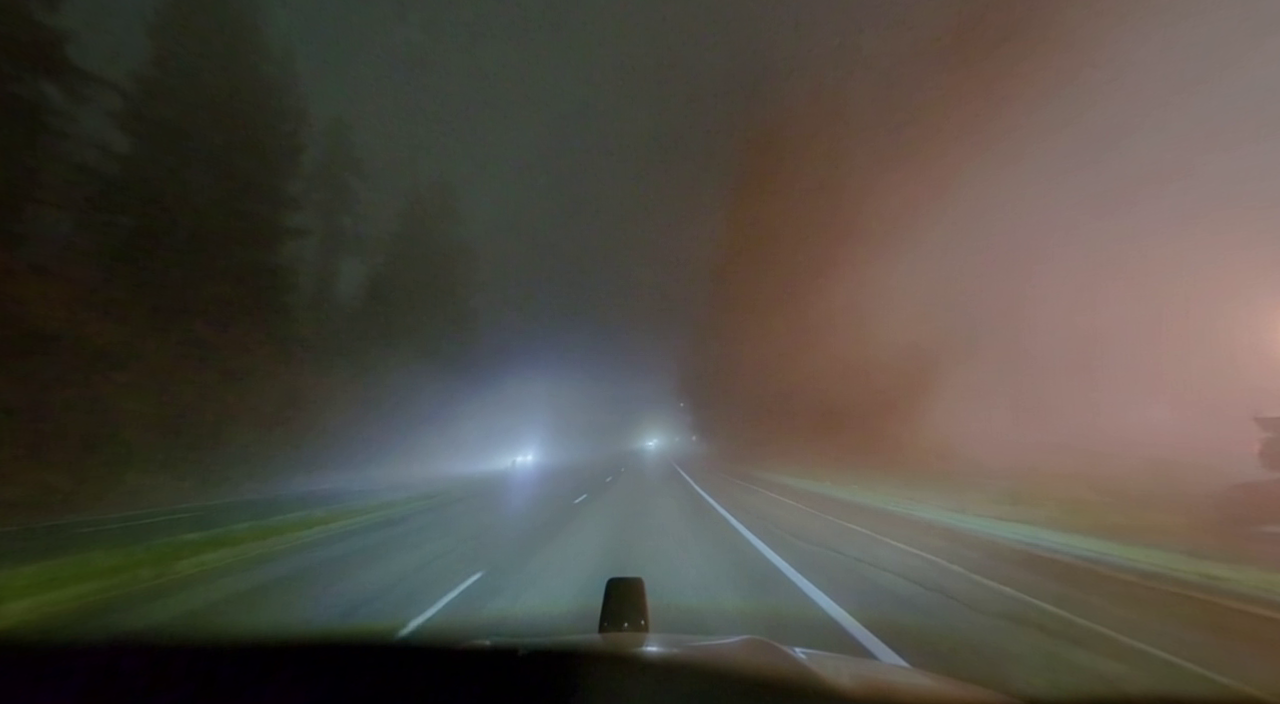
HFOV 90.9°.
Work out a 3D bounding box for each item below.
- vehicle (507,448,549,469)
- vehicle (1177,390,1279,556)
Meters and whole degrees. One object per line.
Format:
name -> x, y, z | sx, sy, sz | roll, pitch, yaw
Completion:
vehicle -> -8.227, 7.845, 46.546 | 2.162, 1.438, 4.374 | 0, -9, 2
vehicle -> 9.942, 1.456, 7.624 | 4.839, 1.933, 2.215 | 0, -9, -2
